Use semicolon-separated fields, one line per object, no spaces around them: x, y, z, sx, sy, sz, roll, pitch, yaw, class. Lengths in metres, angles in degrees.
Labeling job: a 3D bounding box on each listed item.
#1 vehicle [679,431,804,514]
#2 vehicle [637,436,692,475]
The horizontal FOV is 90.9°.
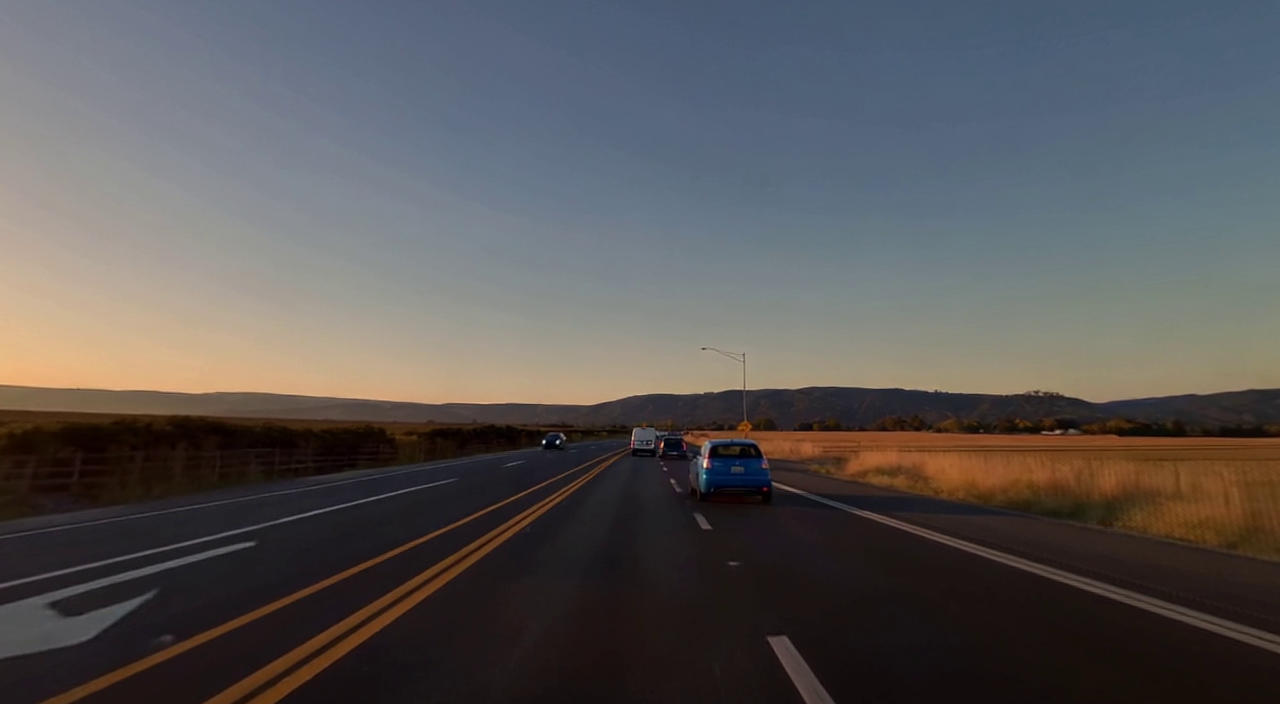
2.035;2.562;13.898;2.007;1.534;3.976;0;-8;-1;vehicle
0.972;4.469;27.458;2.026;1.531;4.273;0;-8;-2;vehicle
